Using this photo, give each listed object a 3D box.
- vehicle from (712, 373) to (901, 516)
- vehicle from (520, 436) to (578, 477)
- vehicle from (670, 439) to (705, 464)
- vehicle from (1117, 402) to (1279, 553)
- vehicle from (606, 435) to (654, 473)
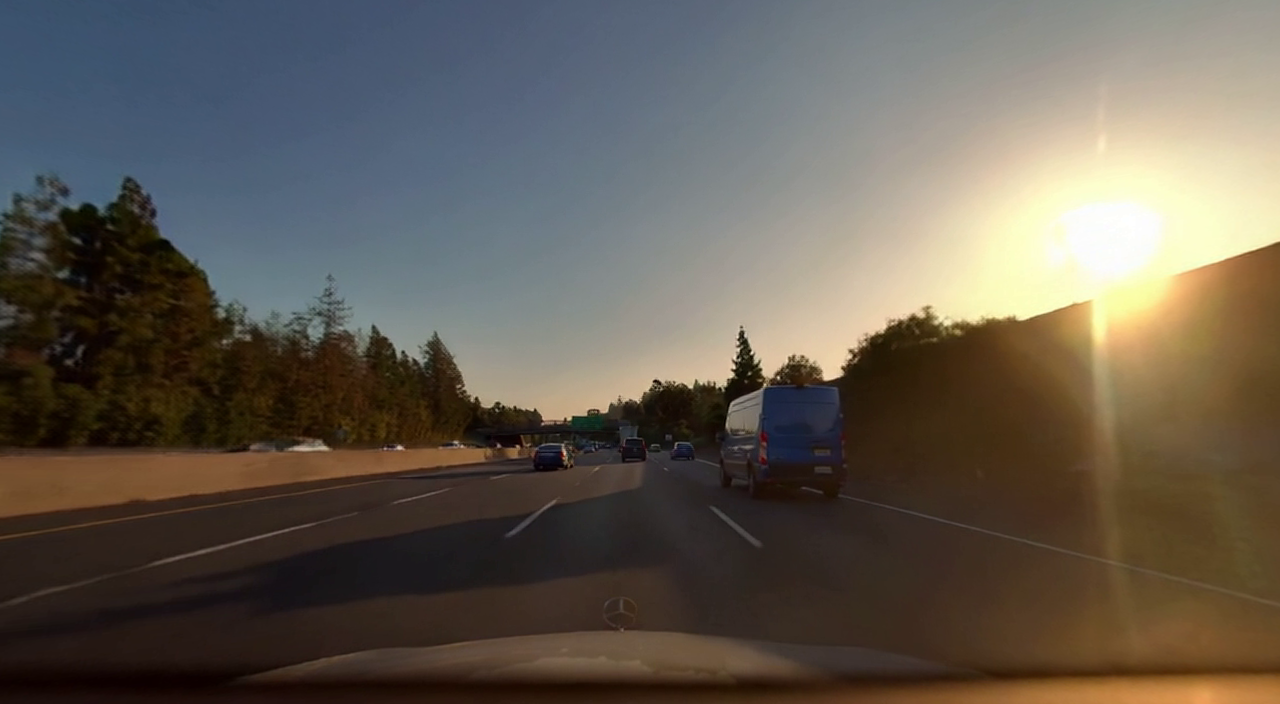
[{"bbox_3d":[3.537,2.216,15.322,2.631,2.709,6.496,0,-8,-2],"label":"vehicle"},{"bbox_3d":[-4.118,4.793,29.260,2.023,1.709,4.263,0,-8,0],"label":"vehicle"},{"bbox_3d":[3.526,7.433,47.424,2.160,1.759,4.214,0,-8,-1],"label":"vehicle"},{"bbox_3d":[9.643,1.675,8.474,2.344,1.967,5.275,0,-8,0],"label":"vehicle"},{"bbox_3d":[-0.511,5.248,32.732,2.297,1.783,4.355,0,-8,-1],"label":"vehicle"}]
